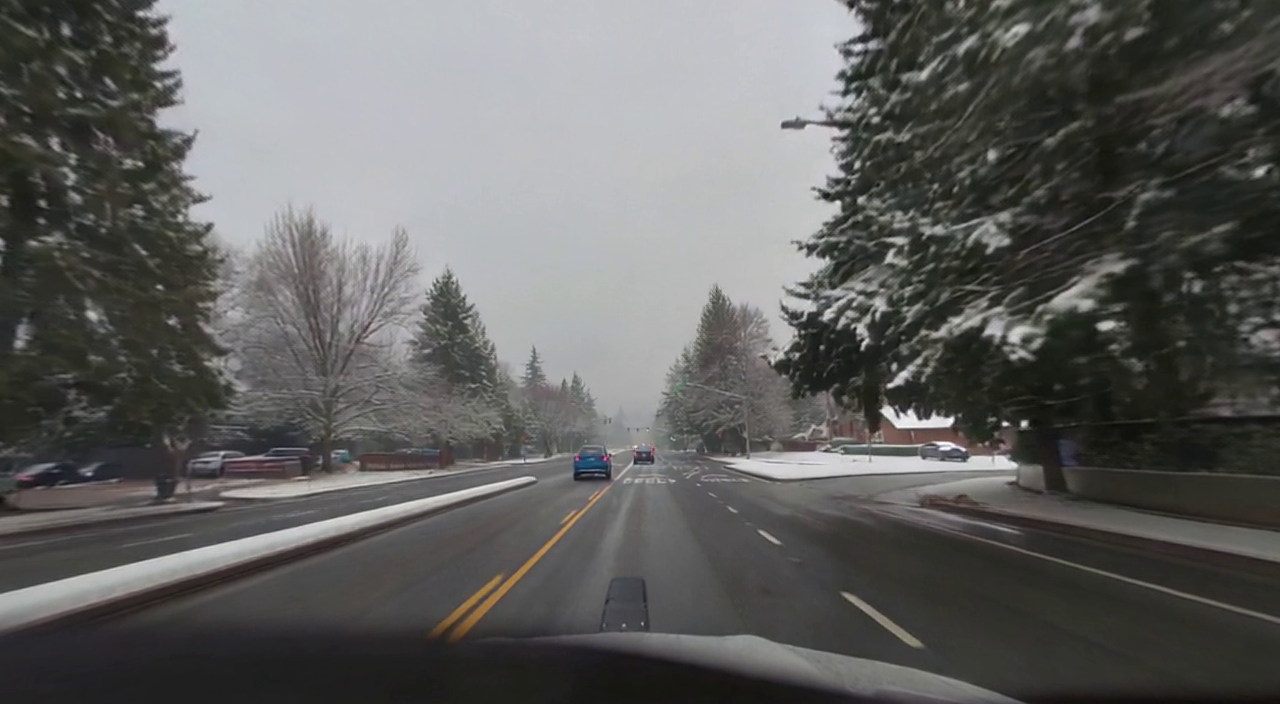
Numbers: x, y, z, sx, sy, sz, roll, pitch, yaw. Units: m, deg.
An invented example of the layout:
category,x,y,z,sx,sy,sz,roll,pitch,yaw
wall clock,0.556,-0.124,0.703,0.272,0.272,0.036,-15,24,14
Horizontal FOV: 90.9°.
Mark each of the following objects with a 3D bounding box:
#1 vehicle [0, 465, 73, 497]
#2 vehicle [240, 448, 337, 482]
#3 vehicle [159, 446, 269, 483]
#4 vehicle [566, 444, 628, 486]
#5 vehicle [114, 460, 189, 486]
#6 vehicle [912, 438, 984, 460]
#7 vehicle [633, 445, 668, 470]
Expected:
category,x,y,z,sx,sy,sz,roll,pitch,yaw
vehicle,-30.655,6.214,30.285,1.874,1.393,4.724,-2,-9,14
vehicle,-22.359,7.203,40.439,2.173,1.849,5.752,-5,-9,12
vehicle,-27.827,7.348,41.534,2.161,2.233,5.937,-3,-9,14
vehicle,-1.626,4.376,24.787,2.158,1.469,4.909,0,-9,-3
vehicle,-33.129,8.176,42.867,1.774,1.484,3.684,-5,-9,13
vehicle,23.065,7.299,47.289,4.318,1.601,1.975,0,-9,-4
vehicle,0.682,6.989,41.919,2.226,1.505,4.128,0,-9,0
